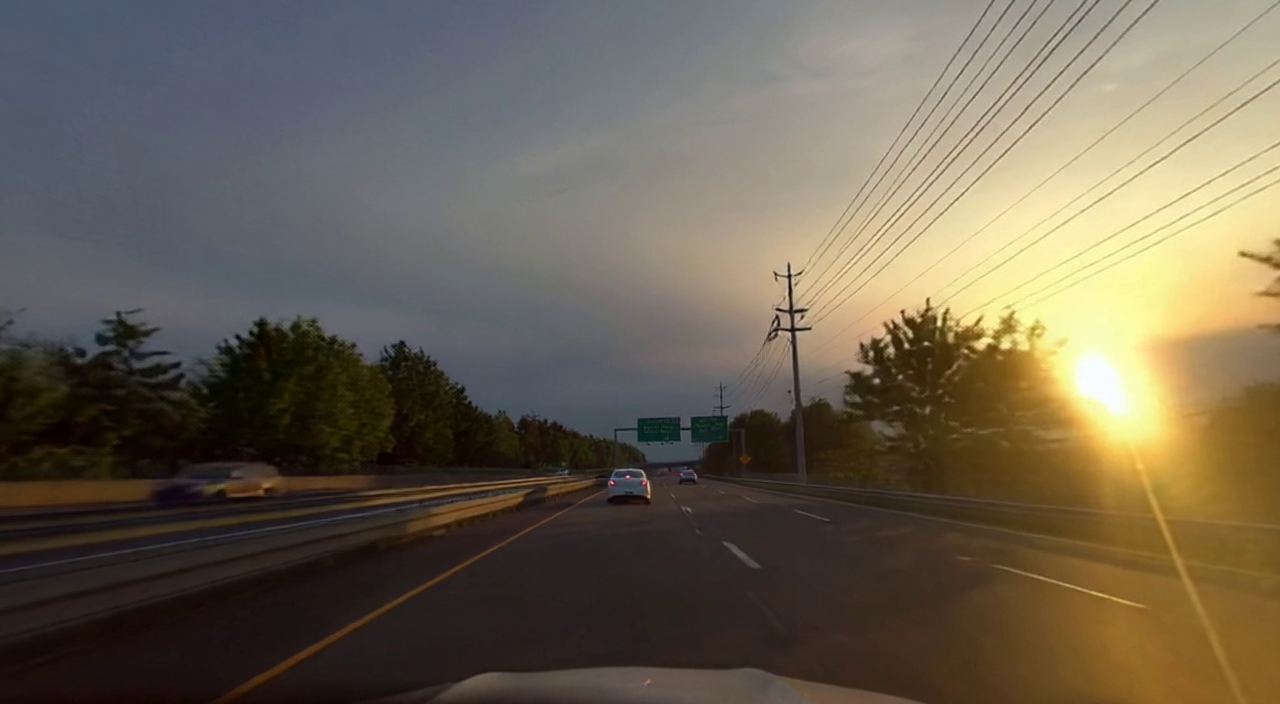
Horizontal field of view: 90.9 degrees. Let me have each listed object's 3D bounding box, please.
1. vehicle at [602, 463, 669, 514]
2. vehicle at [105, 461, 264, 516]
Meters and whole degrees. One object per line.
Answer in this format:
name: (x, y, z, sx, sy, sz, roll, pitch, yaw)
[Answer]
vehicle: (-0.160, 4.444, 20.795, 1.987, 1.480, 3.786, 1, -10, -1)
vehicle: (-14.619, 4.392, 20.581, 1.960, 1.570, 4.196, 1, -10, 1)
